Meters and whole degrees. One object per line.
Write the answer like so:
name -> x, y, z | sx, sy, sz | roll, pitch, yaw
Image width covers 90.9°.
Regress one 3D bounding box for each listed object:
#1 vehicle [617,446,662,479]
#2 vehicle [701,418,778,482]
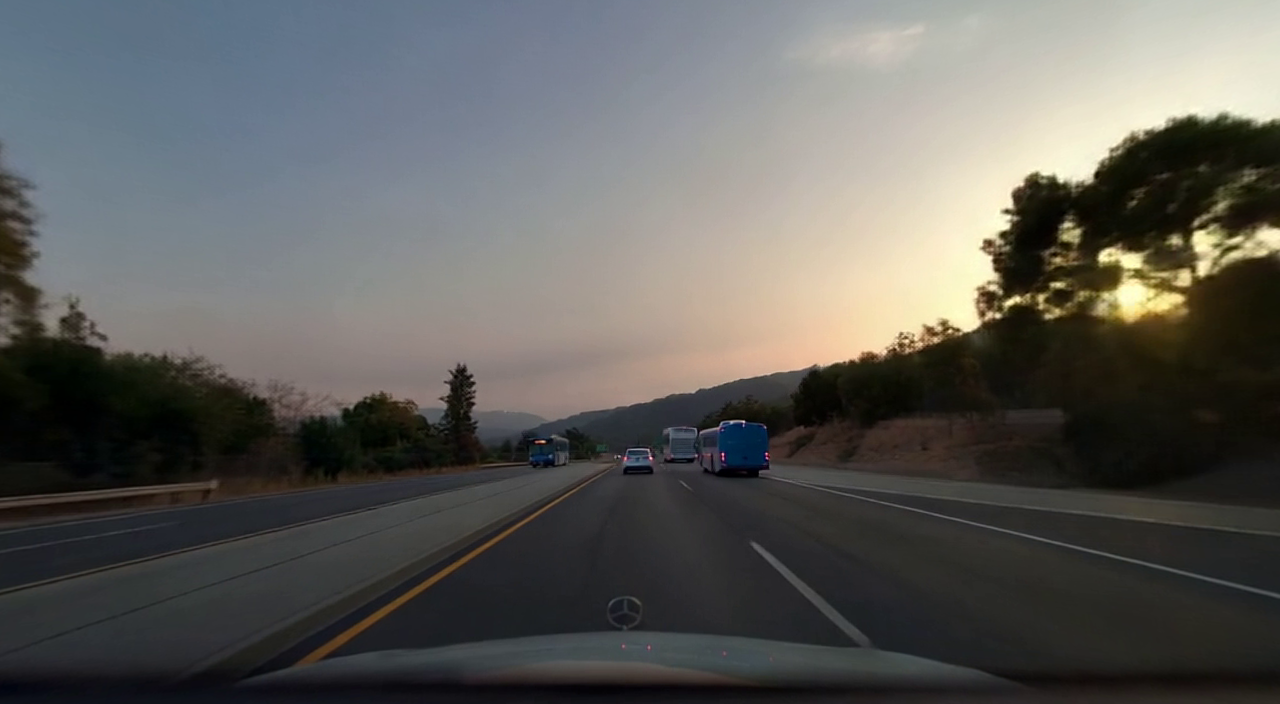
vehicle -> -0.023, 5.252, 30.177 | 2.004, 1.449, 3.817 | 0, -9, 0
vehicle -> 4.303, 4.426, 28.438 | 2.440, 2.555, 5.957 | 0, -9, 0
